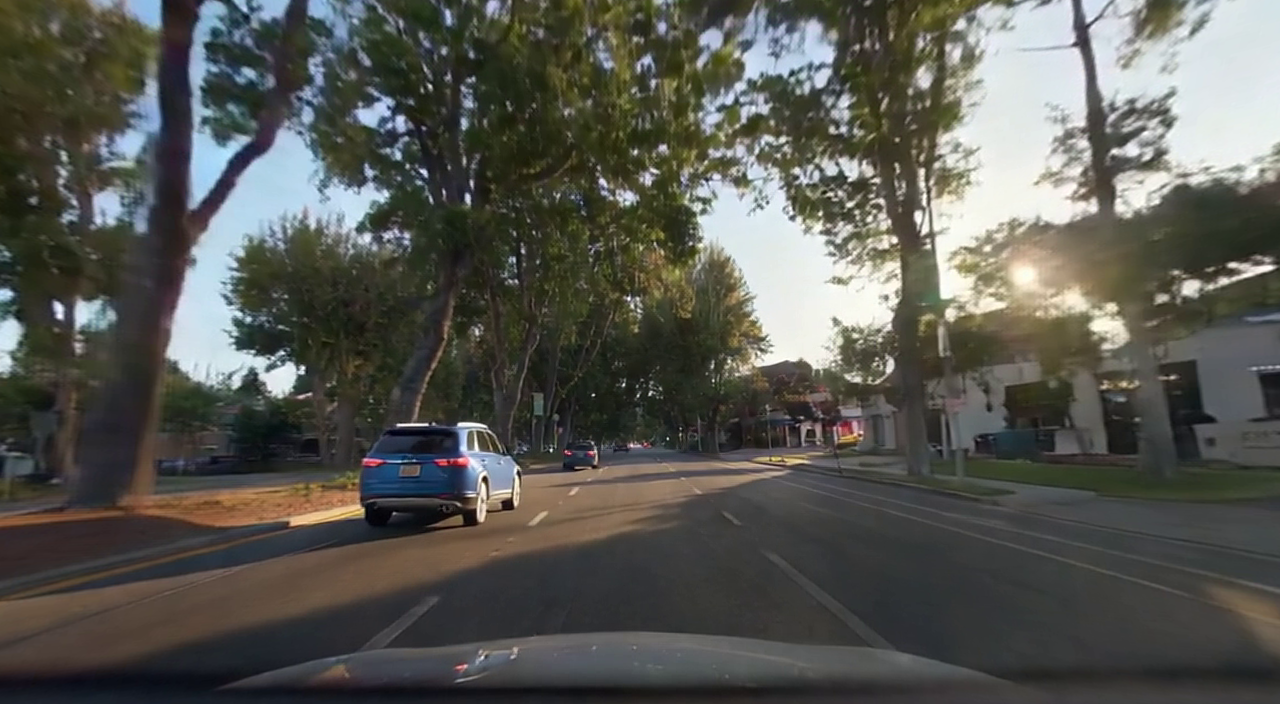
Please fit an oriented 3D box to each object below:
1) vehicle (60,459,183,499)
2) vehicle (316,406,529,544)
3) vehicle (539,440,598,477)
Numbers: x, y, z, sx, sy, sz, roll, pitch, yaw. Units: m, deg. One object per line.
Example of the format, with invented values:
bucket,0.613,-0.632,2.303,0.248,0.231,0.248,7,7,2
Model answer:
vehicle,-22.768,5.569,28.011,1.741,1.505,4.346,0,-8,0
vehicle,-3.267,1.944,10.629,2.042,1.817,4.364,0,-8,0
vehicle,-3.077,4.647,27.969,2.069,1.470,4.601,0,-8,0
